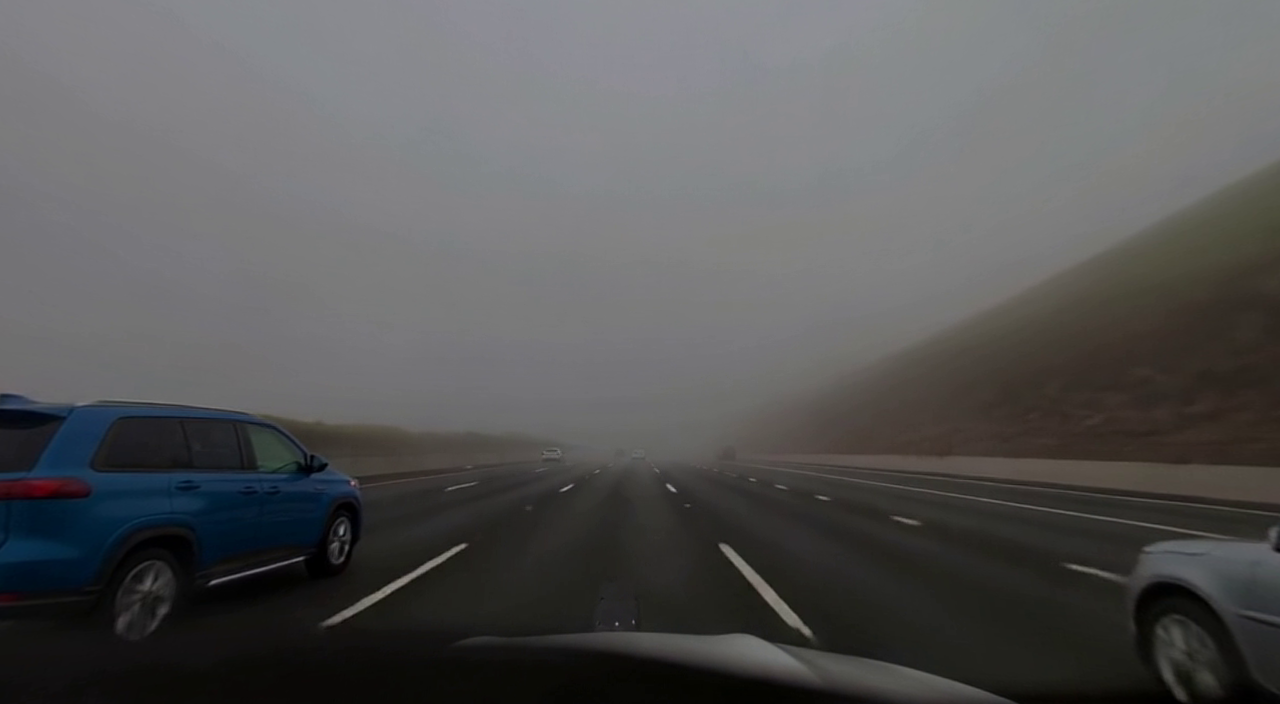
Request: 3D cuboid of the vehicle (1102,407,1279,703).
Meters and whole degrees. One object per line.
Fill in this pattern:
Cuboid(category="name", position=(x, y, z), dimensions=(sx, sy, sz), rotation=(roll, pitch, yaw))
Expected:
Cuboid(category="vehicle", position=(3.596, 0.796, 1.382), dimensions=(1.847, 1.493, 4.303), rotation=(0, -9, -1))

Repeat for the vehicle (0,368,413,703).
Cuboid(category="vehicle", position=(-3.836, 1.279, 5.364), dimensions=(2.047, 1.715, 4.689), rotation=(0, -9, 0))
